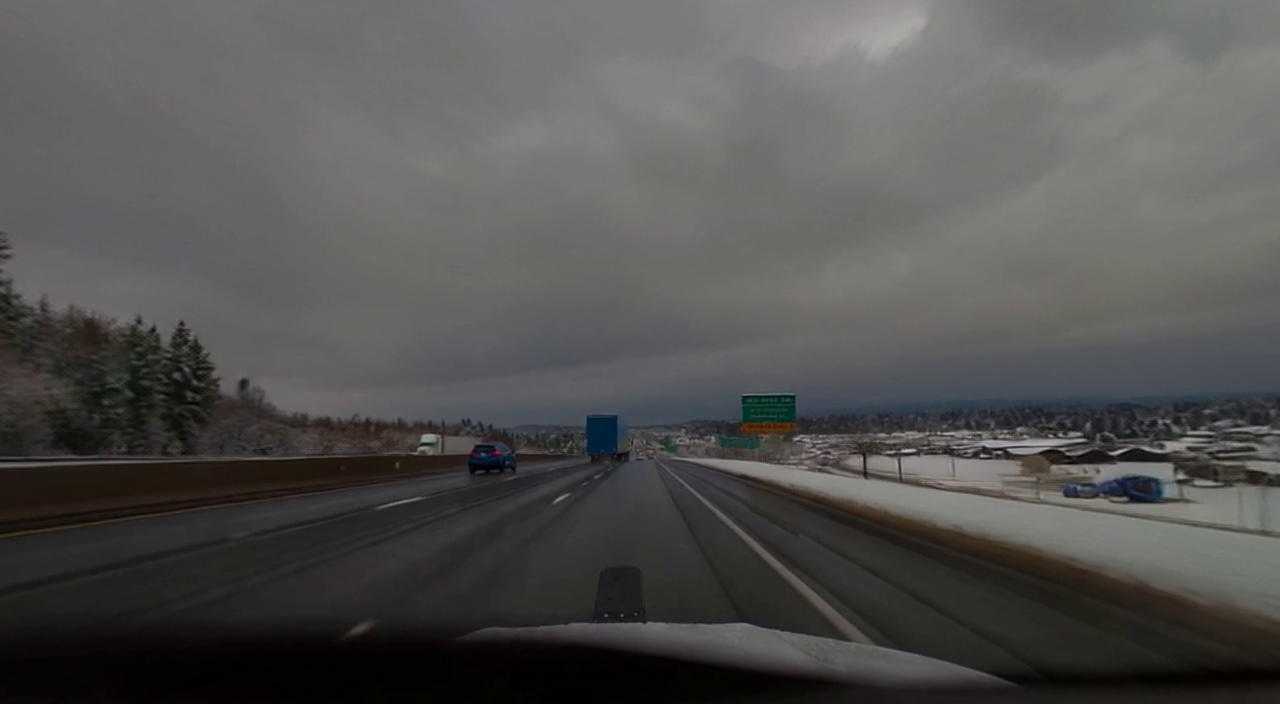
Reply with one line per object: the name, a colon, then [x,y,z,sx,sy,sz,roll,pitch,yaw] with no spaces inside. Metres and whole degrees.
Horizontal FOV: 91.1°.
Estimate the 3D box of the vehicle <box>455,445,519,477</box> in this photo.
vehicle: [-7.480,5.356,31.187,1.901,1.467,4.629,0,-8,2]
